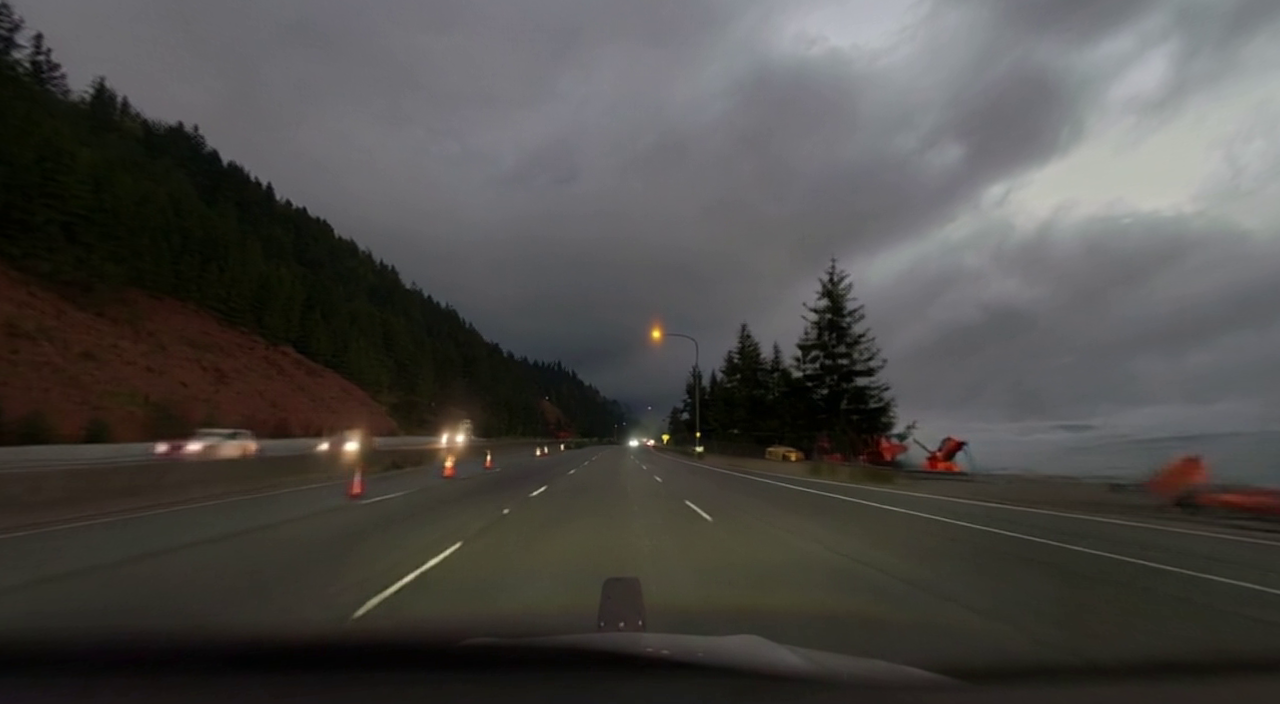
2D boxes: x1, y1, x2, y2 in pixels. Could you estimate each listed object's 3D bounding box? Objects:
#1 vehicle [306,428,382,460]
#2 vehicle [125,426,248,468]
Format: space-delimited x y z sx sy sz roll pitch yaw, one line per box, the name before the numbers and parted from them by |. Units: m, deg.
vehicle | -15.778 4.947 33.870 2.008 1.598 4.397 0 -8 -1
vehicle | -19.483 4.123 27.411 1.971 1.640 4.581 0 -8 -1
